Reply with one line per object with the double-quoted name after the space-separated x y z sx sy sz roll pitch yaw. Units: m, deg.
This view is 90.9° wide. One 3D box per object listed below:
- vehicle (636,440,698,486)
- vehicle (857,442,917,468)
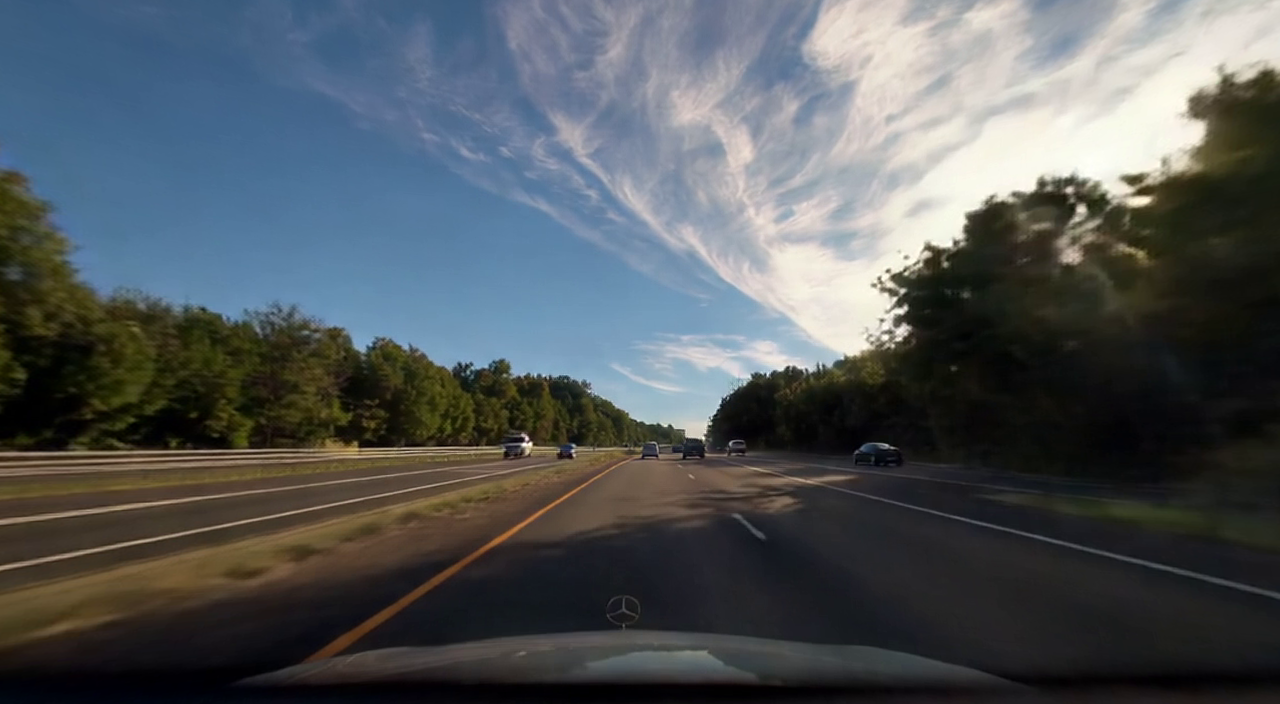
0.888 3.968 22.849 2.053 1.483 4.185 0 -9 0 "vehicle"
14.863 6.233 38.108 1.926 1.483 3.528 0 -9 -4 "vehicle"
